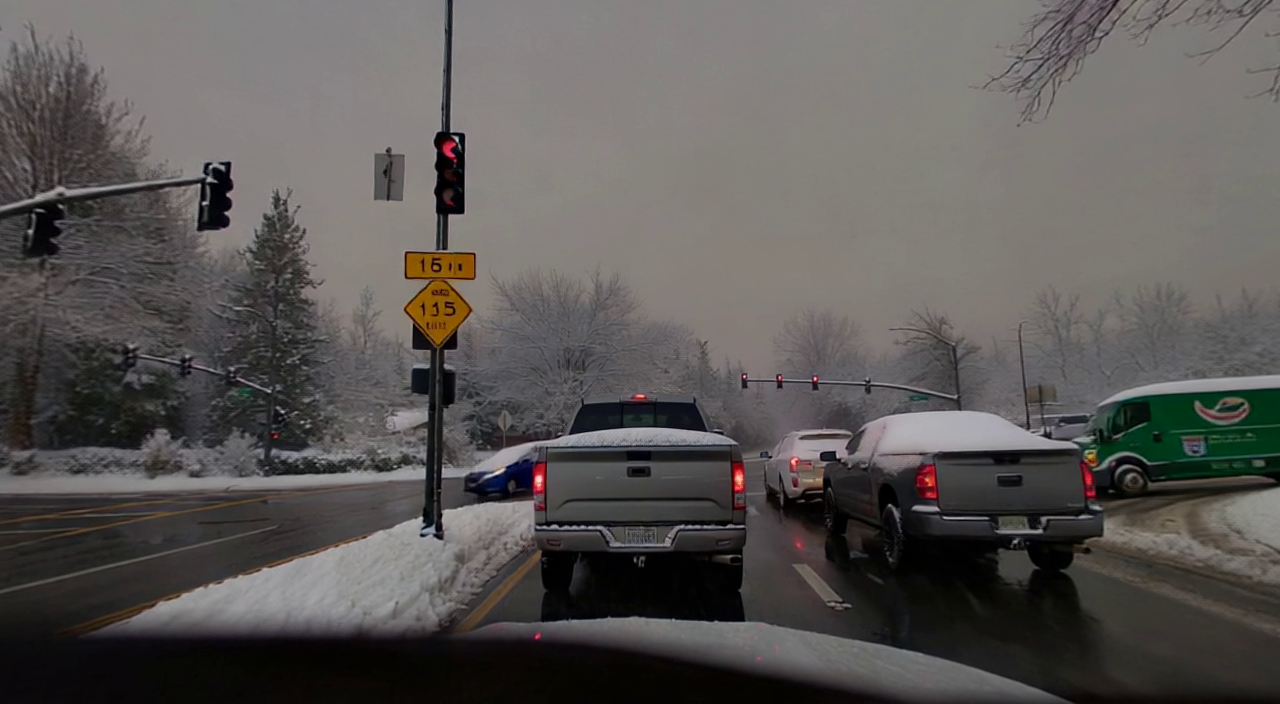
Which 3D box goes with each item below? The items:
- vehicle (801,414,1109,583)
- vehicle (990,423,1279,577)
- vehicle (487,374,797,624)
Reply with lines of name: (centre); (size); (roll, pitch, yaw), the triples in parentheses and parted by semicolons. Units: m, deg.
vehicle: (3.575, 1.721, 8.196); (1.981, 1.616, 4.006); (0, -8, 1)
vehicle: (6.823, 1.745, 8.270); (1.973, 1.470, 4.228); (0, -8, -1)
vehicle: (0.041, 1.469, 7.326); (2.326, 1.880, 4.964); (0, -8, 1)
